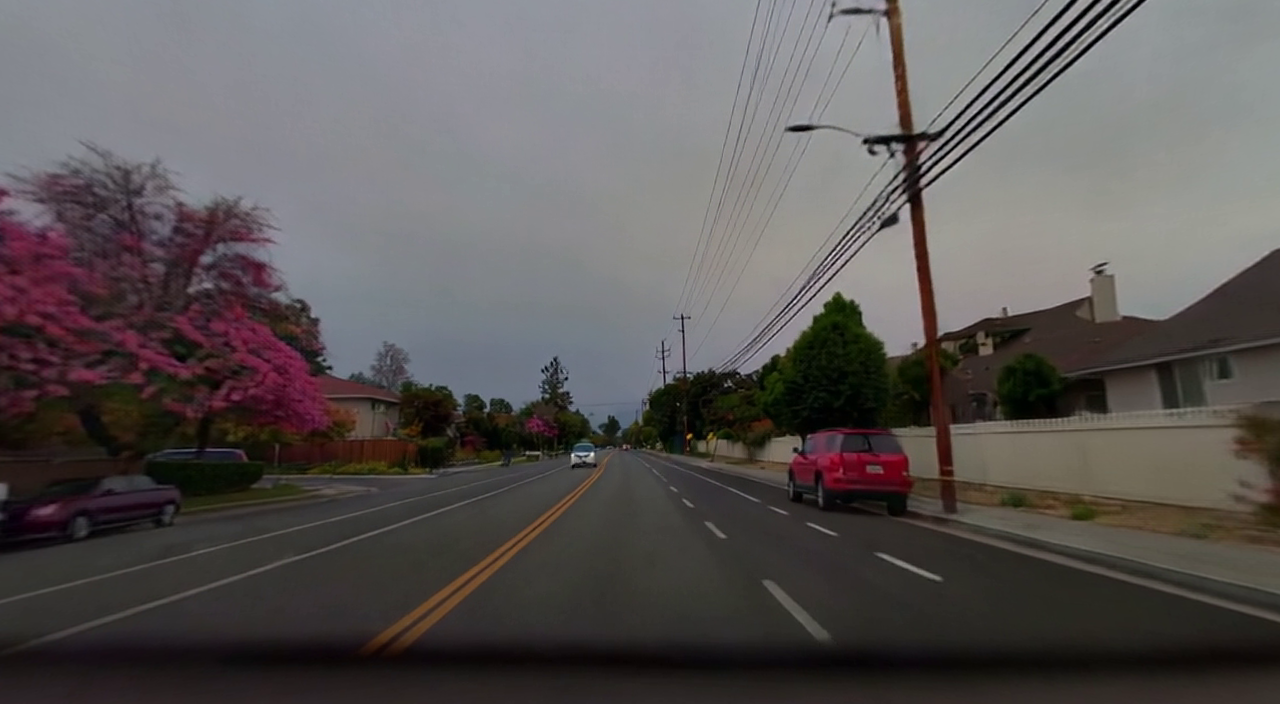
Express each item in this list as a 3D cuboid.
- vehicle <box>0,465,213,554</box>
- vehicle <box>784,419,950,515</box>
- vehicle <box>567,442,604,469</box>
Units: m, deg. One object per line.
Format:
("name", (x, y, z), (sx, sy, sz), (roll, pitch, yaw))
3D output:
("vehicle", (-13.197, 3.712, 15.513), (2.106, 1.606, 4.804), (-2, -8, 0))
("vehicle", (5.419, 2.846, 16.143), (2.238, 1.995, 5.491), (0, -9, 1))
("vehicle", (-4.084, 7.861, 48.132), (2.357, 1.893, 5.084), (0, -9, 0))
